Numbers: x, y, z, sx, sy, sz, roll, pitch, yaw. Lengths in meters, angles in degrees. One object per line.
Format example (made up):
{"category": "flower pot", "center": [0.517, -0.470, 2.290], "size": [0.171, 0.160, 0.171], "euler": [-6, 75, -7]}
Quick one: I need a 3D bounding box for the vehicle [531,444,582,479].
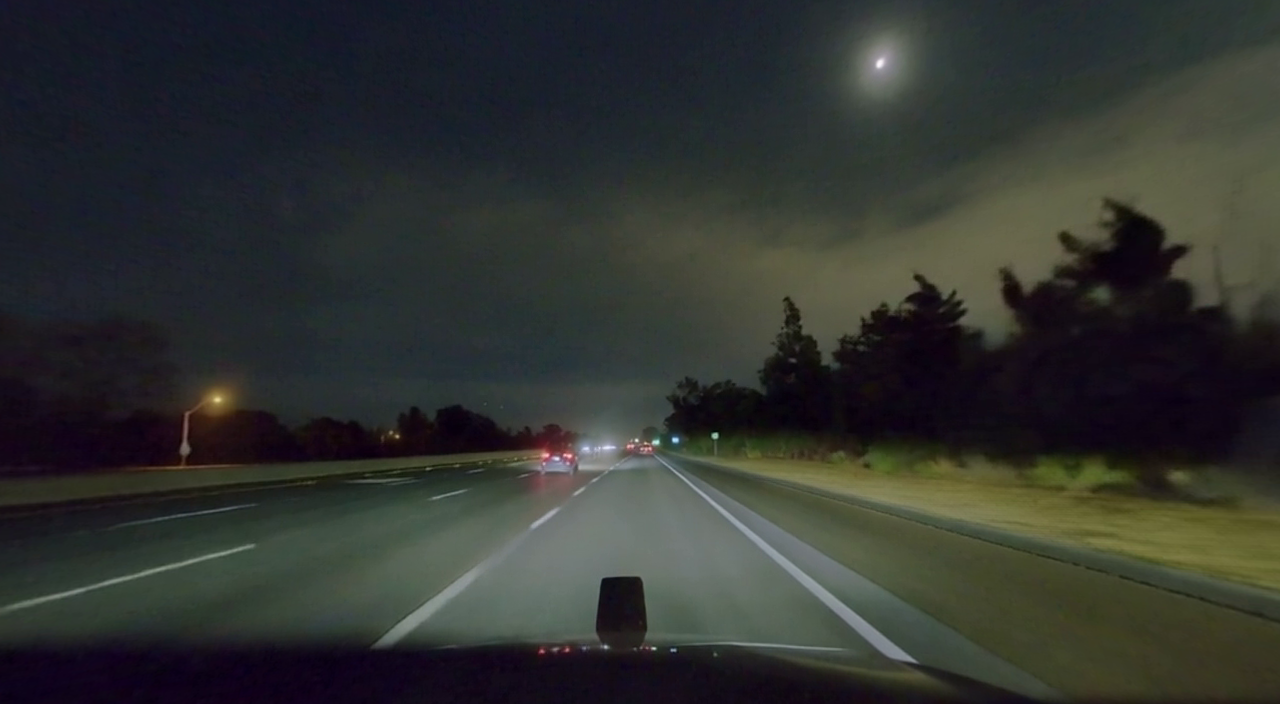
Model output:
{"category": "vehicle", "center": [-3.827, 5.081, 29.468], "size": [1.786, 1.488, 4.023], "euler": [0, -8, 1]}
